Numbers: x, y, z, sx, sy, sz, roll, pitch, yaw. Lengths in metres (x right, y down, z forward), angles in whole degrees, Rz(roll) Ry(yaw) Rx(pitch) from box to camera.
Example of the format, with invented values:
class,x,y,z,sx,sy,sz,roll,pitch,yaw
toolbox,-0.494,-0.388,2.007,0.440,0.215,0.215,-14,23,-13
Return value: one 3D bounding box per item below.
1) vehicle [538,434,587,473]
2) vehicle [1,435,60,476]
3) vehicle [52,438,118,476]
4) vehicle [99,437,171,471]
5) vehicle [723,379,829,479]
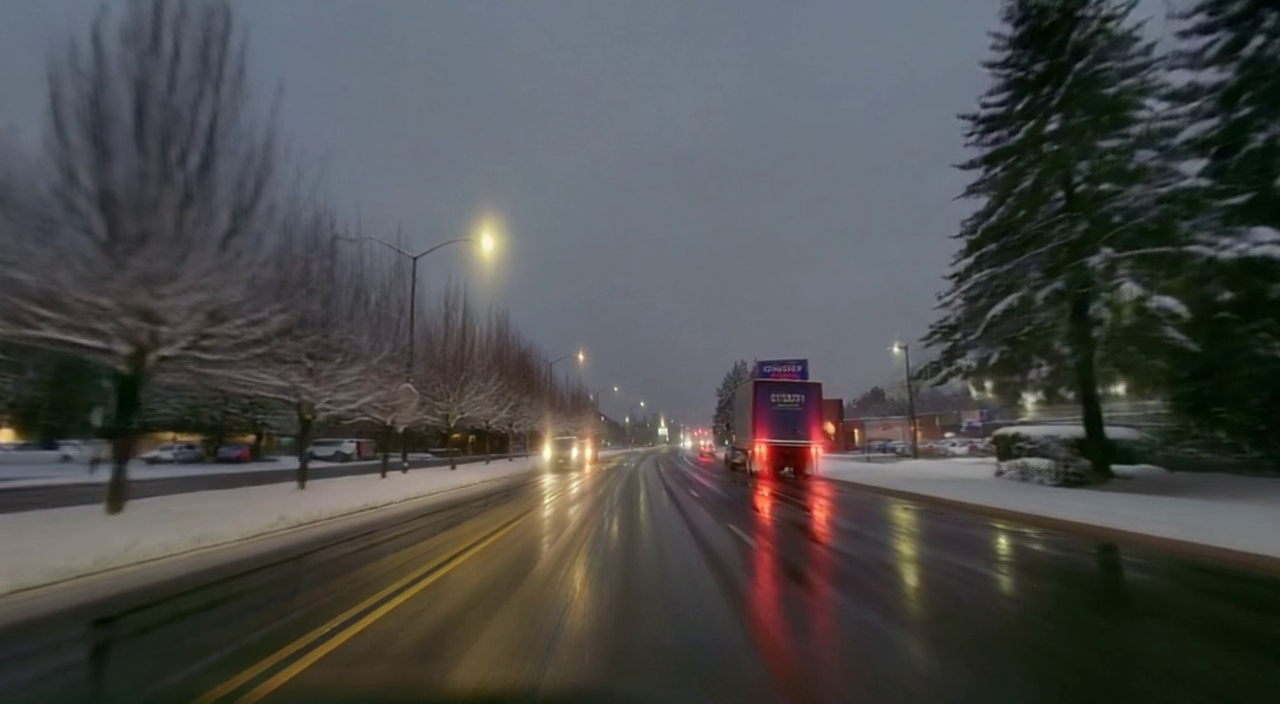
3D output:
class,x,y,z,sx,sy,sz,roll,pitch,yaw
vehicle,-4.398,5.873,36.793,2.270,2.068,5.865,0,-9,-1
vehicle,-43.710,7.360,45.261,5.732,2.732,2.438,-8,-12,42
vehicle,-41.071,7.702,46.676,6.575,2.550,2.406,-7,-11,39
vehicle,-38.613,7.731,48.238,6.478,2.425,2.435,-6,-10,36
vehicle,6.184,3.843,30.547,2.981,4.106,8.794,0,-9,-1
